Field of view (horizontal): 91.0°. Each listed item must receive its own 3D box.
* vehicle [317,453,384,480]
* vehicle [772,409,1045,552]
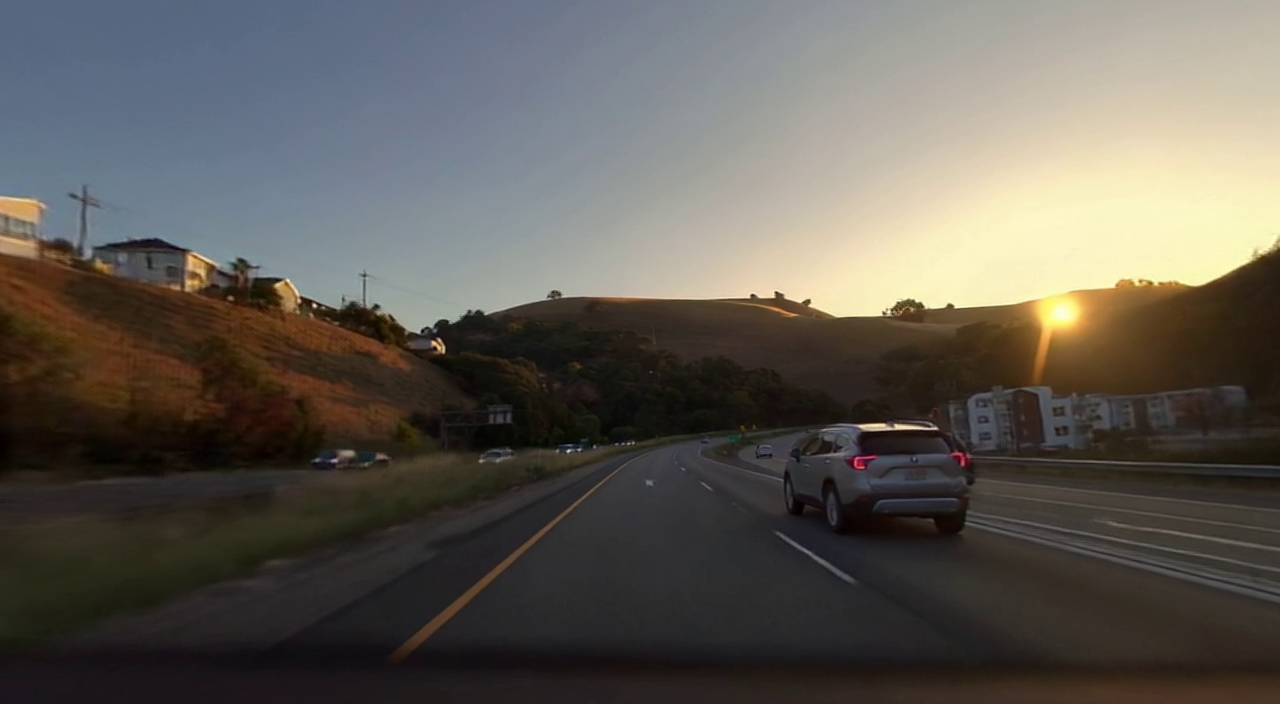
[{"bbox_3d":[-17.552,6.934,38.414,1.874,1.479,4.503,-1,-9,1],"label":"vehicle"},{"bbox_3d":[3.857,1.950,10.238,2.318,1.766,4.587,0,-9,-1],"label":"vehicle"}]
